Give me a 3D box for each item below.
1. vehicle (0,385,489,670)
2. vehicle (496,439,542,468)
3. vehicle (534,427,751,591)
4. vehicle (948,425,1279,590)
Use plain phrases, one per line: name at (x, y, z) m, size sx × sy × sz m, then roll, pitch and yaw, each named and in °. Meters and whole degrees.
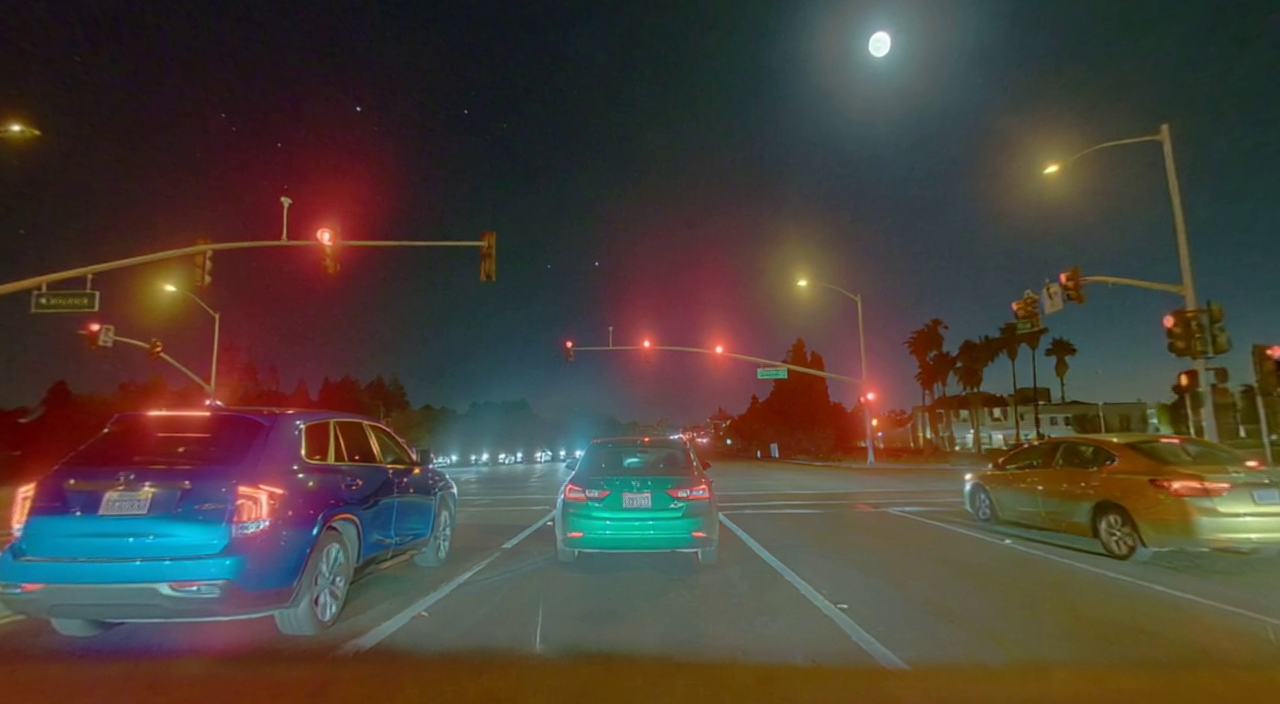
vehicle at (-3.106, 1.370, 6.079) m, size 2.051 × 1.682 × 4.467 m, roll 0°, pitch -8°, yaw 2°
vehicle at (-7.951, 6.708, 42.020) m, size 2.130 × 1.810 × 4.450 m, roll -2°, pitch -8°, yaw 1°
vehicle at (-0.006, 1.707, 7.725) m, size 1.942 × 1.445 × 3.973 m, roll 0°, pitch -8°, yaw -1°
vehicle at (6.084, 1.763, 8.106) m, size 1.970 × 1.489 × 4.482 m, roll 0°, pitch -8°, yaw -1°
